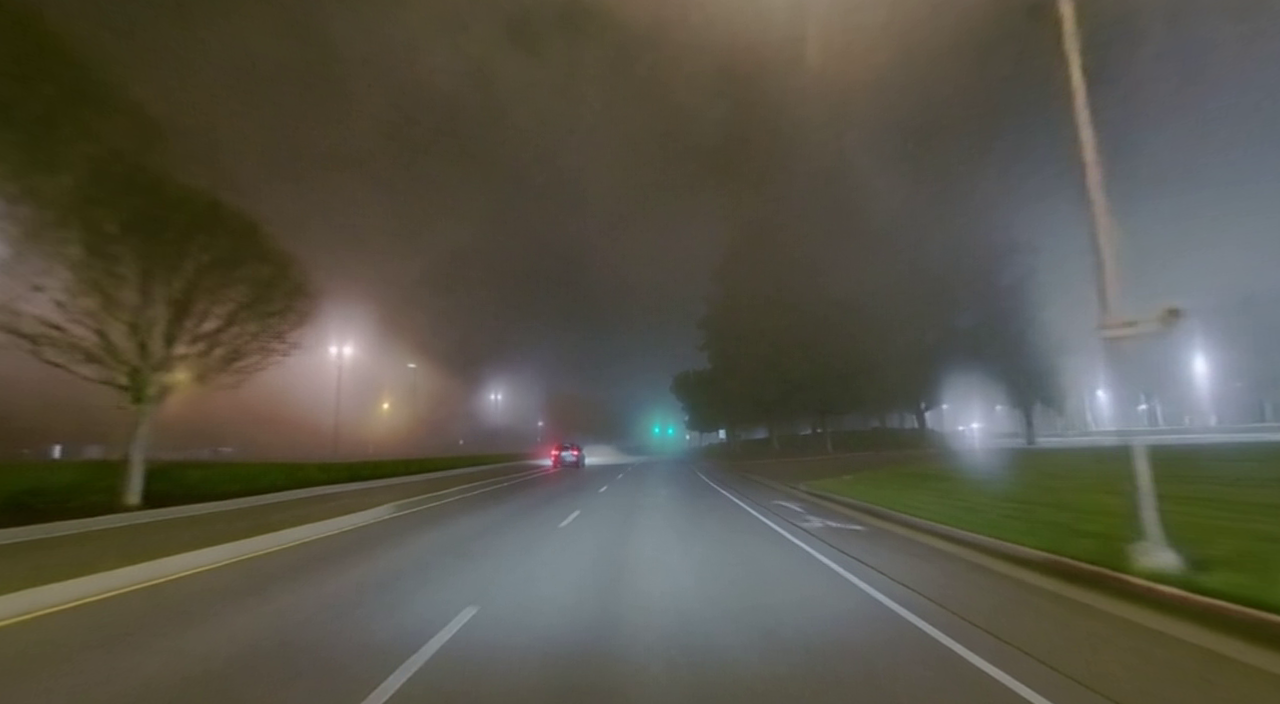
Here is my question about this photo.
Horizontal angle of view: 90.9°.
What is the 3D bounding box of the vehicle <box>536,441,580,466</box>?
[{"bbox_3d":[-5.182,6.483,40.536,1.945,1.461,4.605,-1,-8,4],"label":"vehicle"}]
